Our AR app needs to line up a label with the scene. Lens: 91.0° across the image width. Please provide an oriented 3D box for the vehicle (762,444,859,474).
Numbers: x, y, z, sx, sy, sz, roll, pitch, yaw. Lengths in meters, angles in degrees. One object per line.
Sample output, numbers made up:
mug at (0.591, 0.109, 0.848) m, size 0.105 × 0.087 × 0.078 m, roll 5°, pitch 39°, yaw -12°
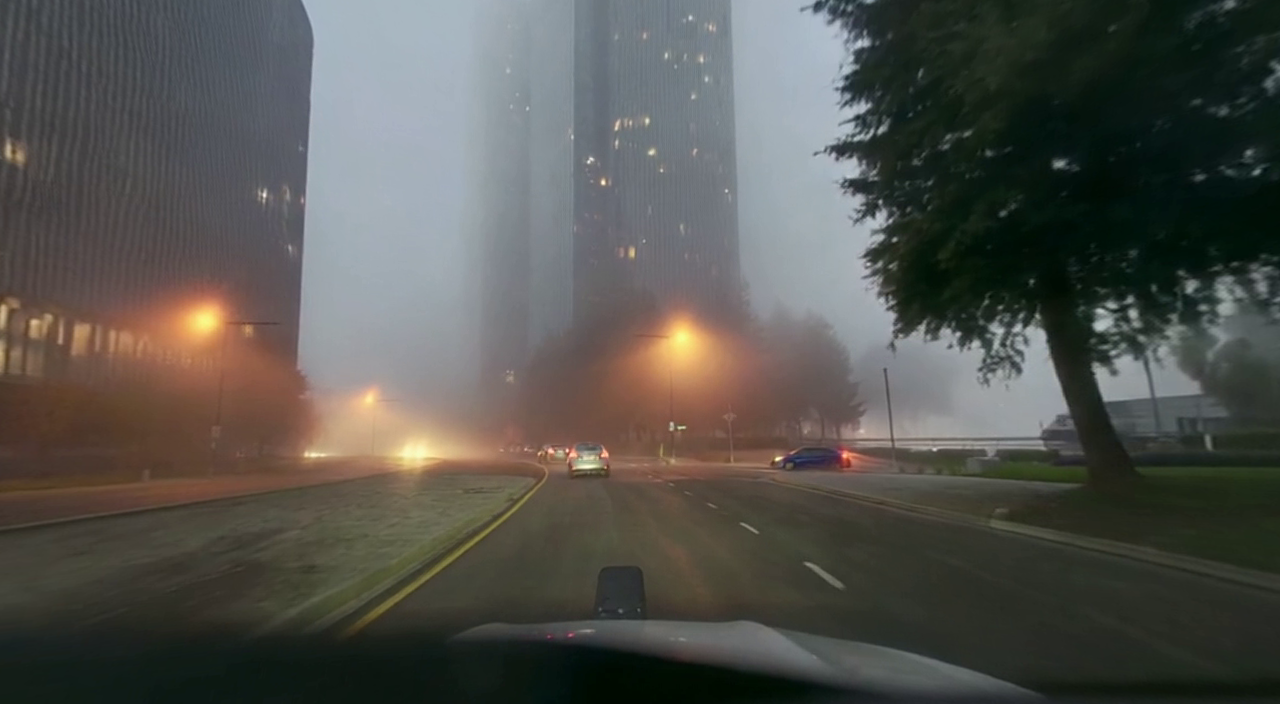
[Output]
vehicle at (9.068, 5.712, 33.762) m, size 4.645 × 1.505 × 2.100 m, roll 0°, pitch -8°, yaw 3°

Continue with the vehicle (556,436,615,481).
vehicle at (-2.219, 4.304, 25.778) m, size 2.183 × 1.675 × 4.319 m, roll 1°, pitch -8°, yaw -5°
